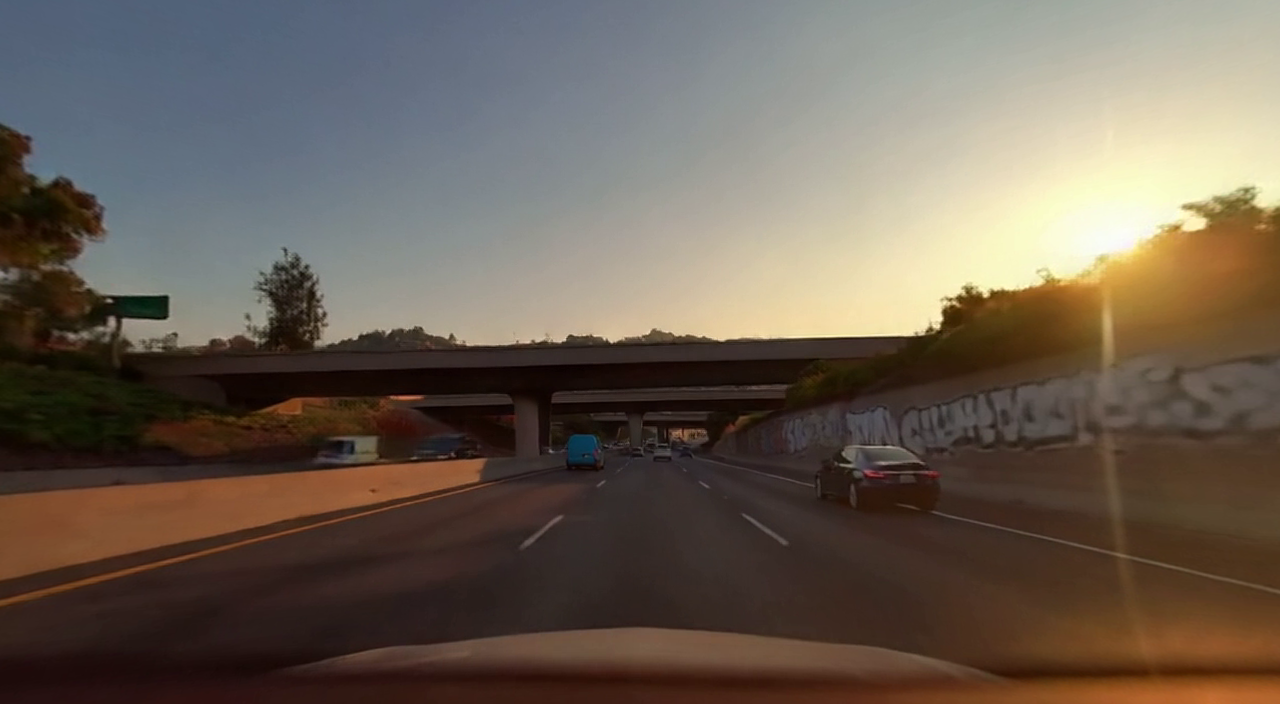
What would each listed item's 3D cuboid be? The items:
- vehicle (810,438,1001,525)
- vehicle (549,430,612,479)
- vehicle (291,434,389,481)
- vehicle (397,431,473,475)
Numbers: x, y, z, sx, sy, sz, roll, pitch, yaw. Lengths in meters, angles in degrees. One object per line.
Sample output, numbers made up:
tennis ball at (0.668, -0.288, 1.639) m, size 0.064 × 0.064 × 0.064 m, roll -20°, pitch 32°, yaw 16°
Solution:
vehicle at (5.238, 2.592, 13.284) m, size 1.972 × 1.492 × 4.623 m, roll 0°, pitch -8°, yaw 0°
vehicle at (-2.566, 4.643, 28.814) m, size 2.310 × 2.030 × 5.094 m, roll 0°, pitch -8°, yaw 1°
vehicle at (-16.173, 5.722, 34.484) m, size 2.368 × 2.331 × 5.666 m, roll 0°, pitch -8°, yaw 2°
vehicle at (-11.711, 5.842, 36.611) m, size 2.321 × 2.316 × 5.836 m, roll 0°, pitch -8°, yaw 1°
